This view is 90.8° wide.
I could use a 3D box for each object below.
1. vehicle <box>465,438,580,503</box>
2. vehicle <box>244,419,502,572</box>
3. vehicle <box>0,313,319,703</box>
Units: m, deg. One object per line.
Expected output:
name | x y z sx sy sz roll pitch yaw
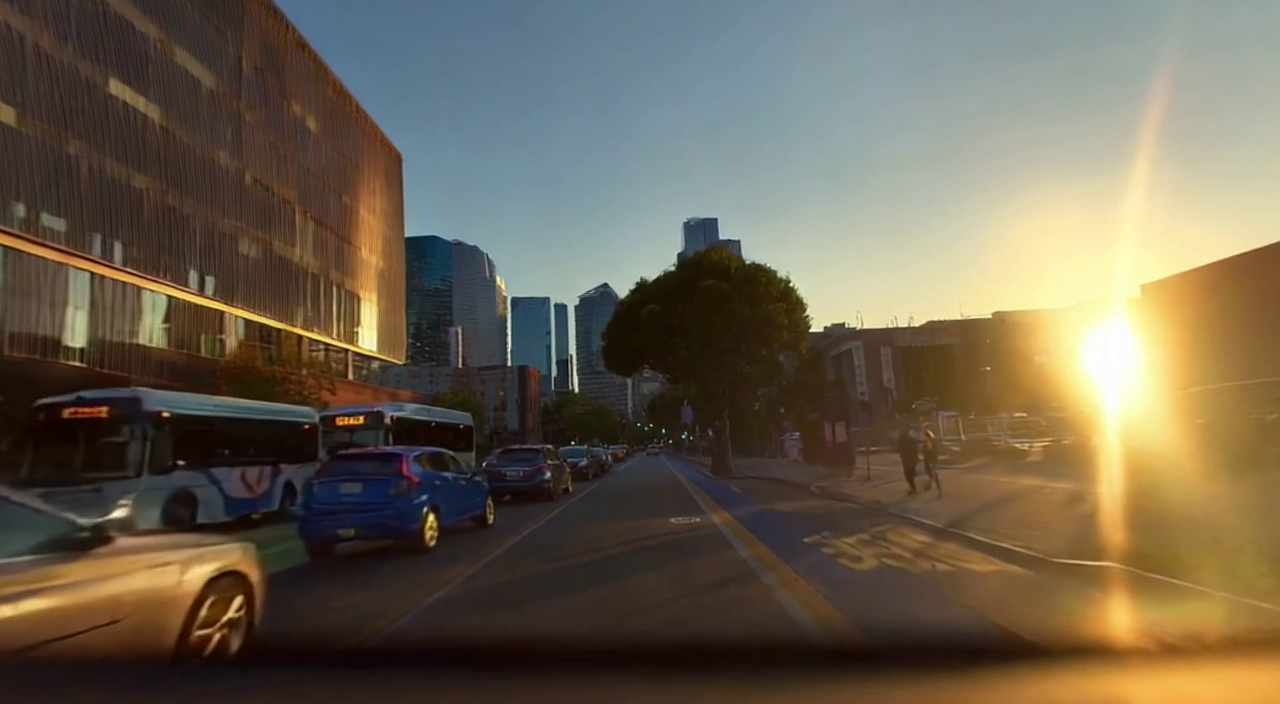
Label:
vehicle | -3.231 3.385 18.568 2.266 1.621 4.783 -1 -8 3
vehicle | -3.758 2.104 9.941 1.982 1.710 4.454 -4 -9 2
vehicle | -3.377 0.769 2.044 2.225 1.848 4.472 0 -8 1
